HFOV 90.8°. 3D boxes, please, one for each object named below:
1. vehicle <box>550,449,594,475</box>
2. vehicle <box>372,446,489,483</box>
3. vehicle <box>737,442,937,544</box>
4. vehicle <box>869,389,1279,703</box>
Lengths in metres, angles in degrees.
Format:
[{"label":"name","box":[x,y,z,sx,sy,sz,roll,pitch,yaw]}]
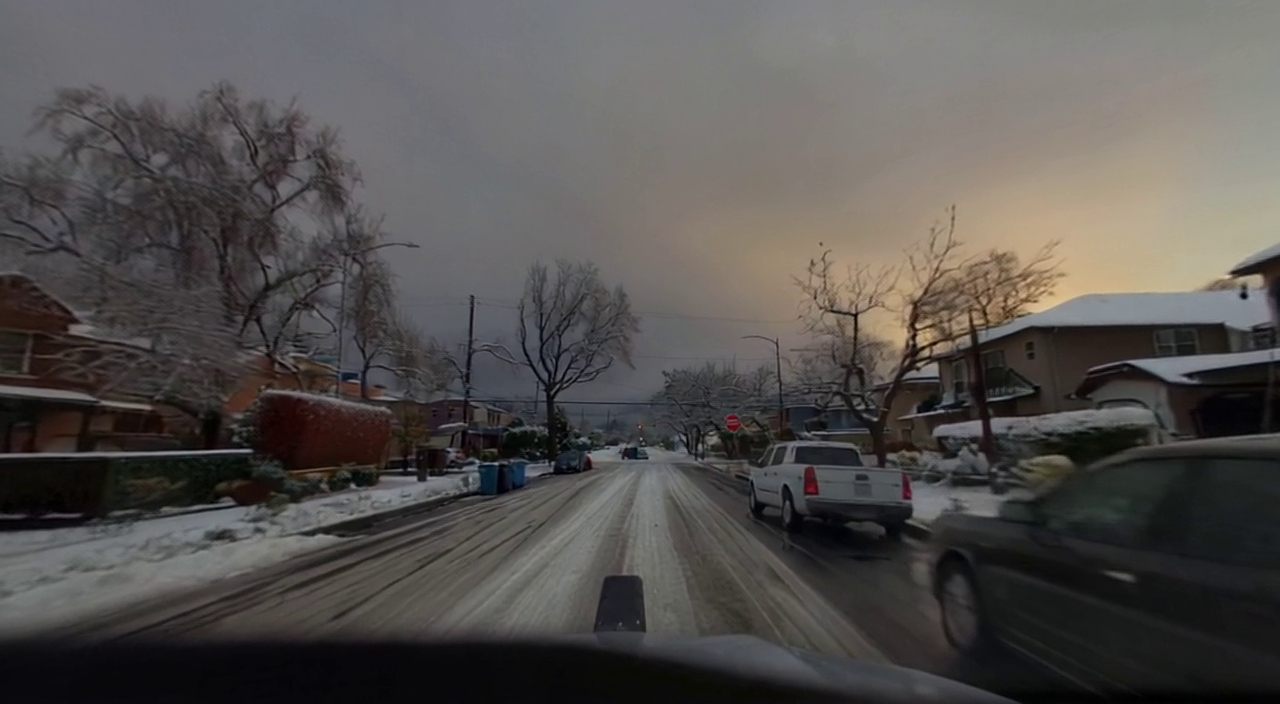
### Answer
[{"label":"vehicle","box":[-4.025,6.586,38.071,1.987,1.459,4.473,-1,-9,3]},{"label":"vehicle","box":[-10.008,5.381,30.448,4.933,1.547,2.125,-2,-8,0]},{"label":"vehicle","box":[3.118,2.317,11.129,2.043,1.411,4.331,0,-9,-1]},{"label":"vehicle","box":[2.866,1.030,2.971,2.022,1.483,4.565,-1,-9,2]}]
